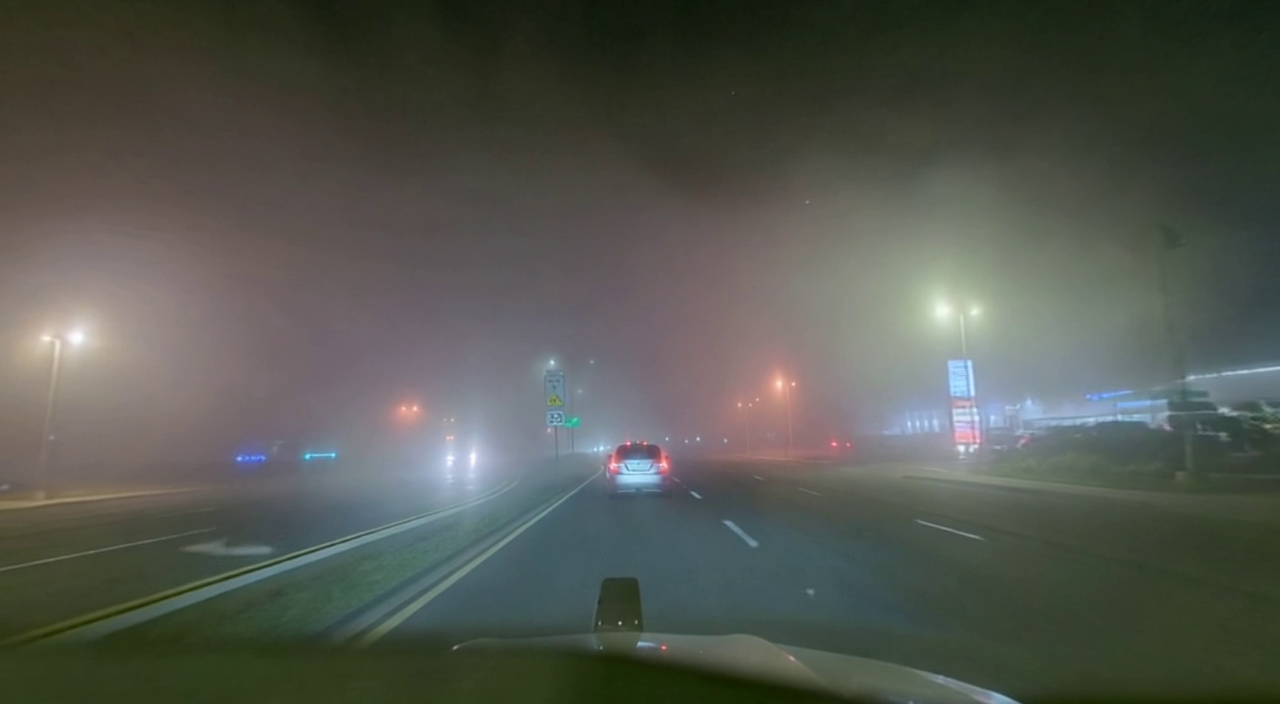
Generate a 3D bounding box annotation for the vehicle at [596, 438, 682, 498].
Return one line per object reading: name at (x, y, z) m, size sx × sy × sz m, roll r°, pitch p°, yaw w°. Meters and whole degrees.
vehicle at (-0.055, 3.179, 17.645) m, size 2.126 × 1.475 × 3.967 m, roll 0°, pitch -8°, yaw -1°

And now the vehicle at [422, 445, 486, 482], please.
vehicle at (-9.183, 5.514, 31.450) m, size 1.903 × 1.476 × 4.395 m, roll -5°, pitch -8°, yaw -1°
